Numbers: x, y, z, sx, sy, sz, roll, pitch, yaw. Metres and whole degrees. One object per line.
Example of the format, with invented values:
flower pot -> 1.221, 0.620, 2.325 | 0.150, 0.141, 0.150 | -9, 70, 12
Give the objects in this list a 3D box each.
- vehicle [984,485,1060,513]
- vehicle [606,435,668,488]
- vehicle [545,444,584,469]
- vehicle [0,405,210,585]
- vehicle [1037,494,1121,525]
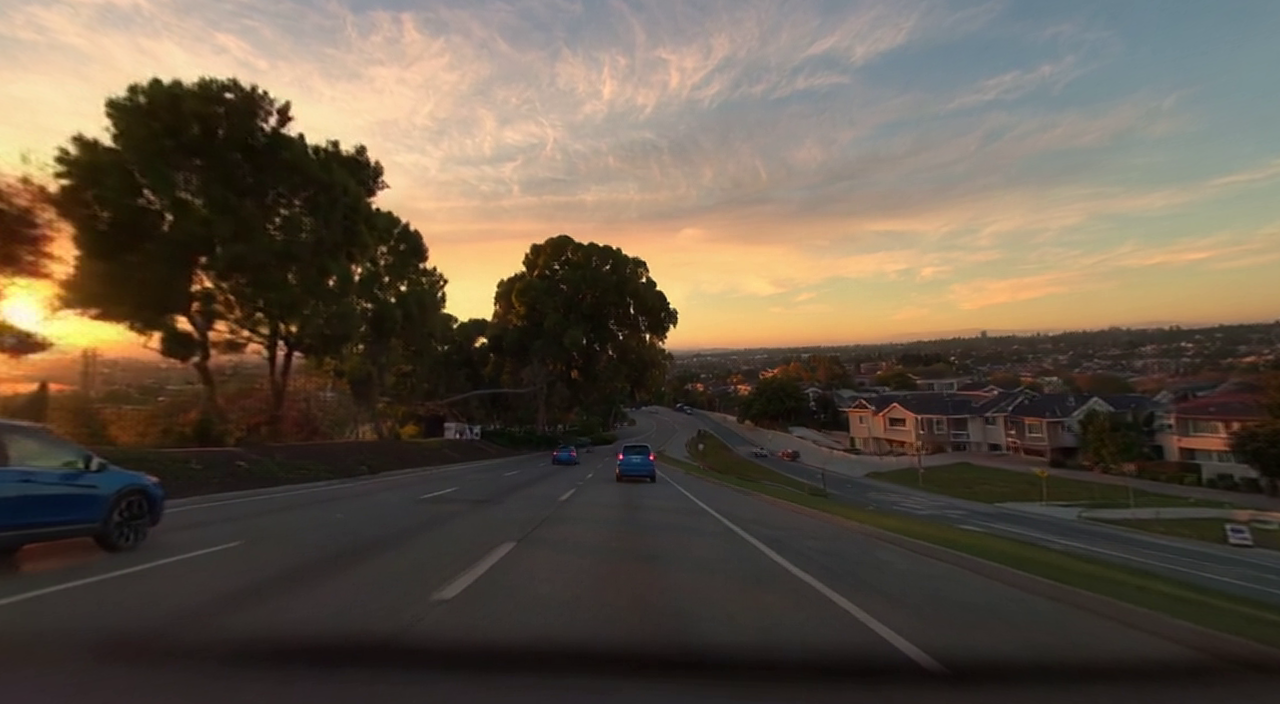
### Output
vehicle -> 27.211, 10.460, 45.213 | 1.874, 1.577, 4.877 | 2, -9, -8
vehicle -> -0.112, 4.115, 24.107 | 2.125, 1.830, 4.370 | 0, -8, 0
vehicle -> -4.971, 6.917, 42.069 | 2.123, 1.592, 4.505 | 0, -8, -1
vehicle -> -6.931, 1.360, 6.098 | 1.997, 1.650, 5.090 | 0, -8, 0
vehicle -> 27.904, 10.015, 40.392 | 1.845, 1.533, 4.455 | 1, -8, -6
